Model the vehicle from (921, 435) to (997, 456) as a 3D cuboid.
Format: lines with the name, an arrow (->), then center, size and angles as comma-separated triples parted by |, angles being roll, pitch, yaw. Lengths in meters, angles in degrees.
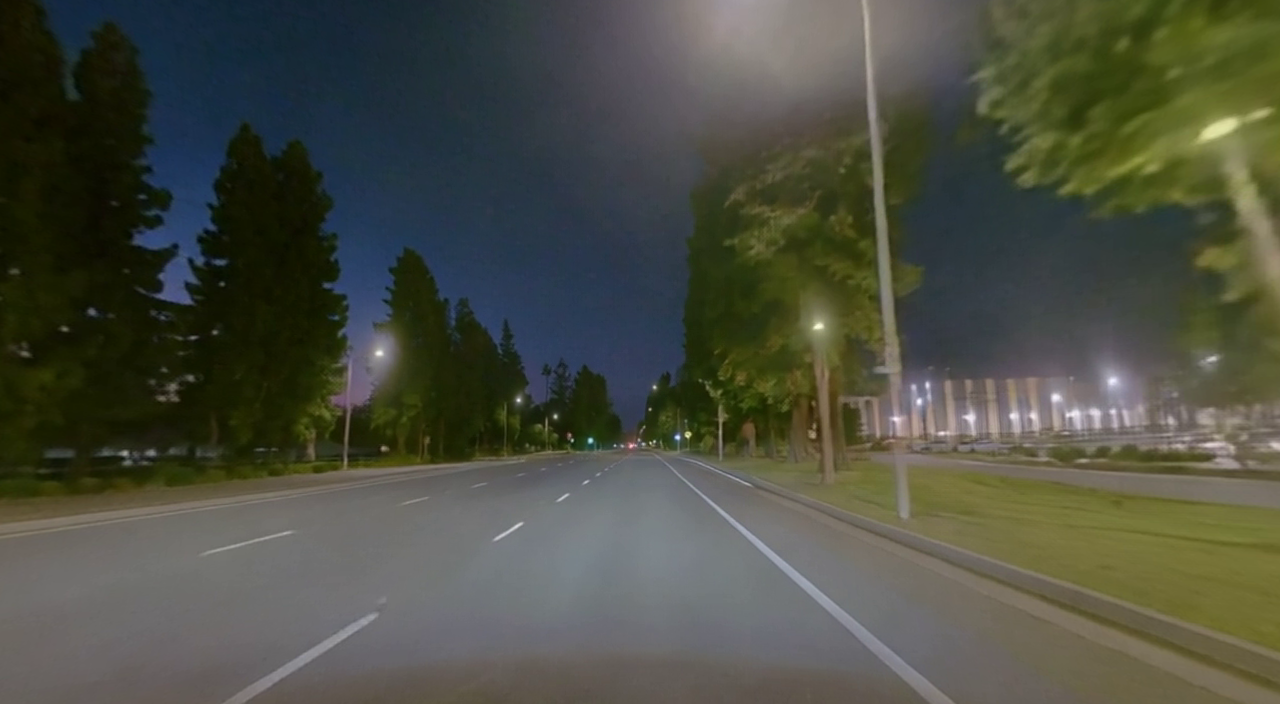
vehicle -> 22.261, 6.519, 44.086 | 4.271, 1.424, 1.941 | 0, -8, 1
